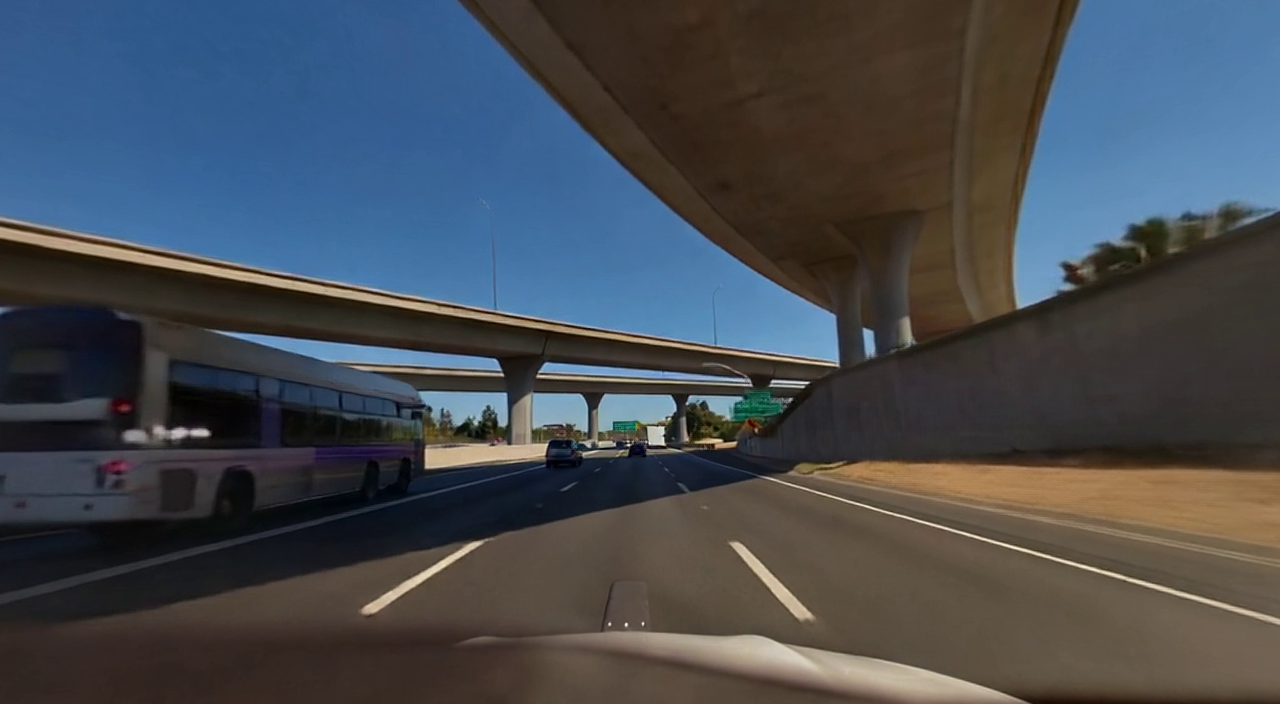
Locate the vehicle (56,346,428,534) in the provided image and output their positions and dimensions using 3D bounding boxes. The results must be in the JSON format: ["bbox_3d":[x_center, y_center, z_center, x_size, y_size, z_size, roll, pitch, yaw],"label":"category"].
[{"bbox_3d":[-7.507,1.965,13.818,2.872,2.890,7.923,1,-9,0],"label":"vehicle"}]

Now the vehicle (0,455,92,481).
[{"bbox_3d":[-36.116,7.000,38.307,1.787,1.415,4.159,-1,-9,2],"label":"vehicle"}]

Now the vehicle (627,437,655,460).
[{"bbox_3d":[0.032,7.461,48.722,2.052,1.711,4.223,0,-8,-1],"label":"vehicle"}]

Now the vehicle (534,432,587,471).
[{"bbox_3d":[-4.226,5.404,34.342,2.147,1.918,4.834,0,-8,1],"label":"vehicle"}]
